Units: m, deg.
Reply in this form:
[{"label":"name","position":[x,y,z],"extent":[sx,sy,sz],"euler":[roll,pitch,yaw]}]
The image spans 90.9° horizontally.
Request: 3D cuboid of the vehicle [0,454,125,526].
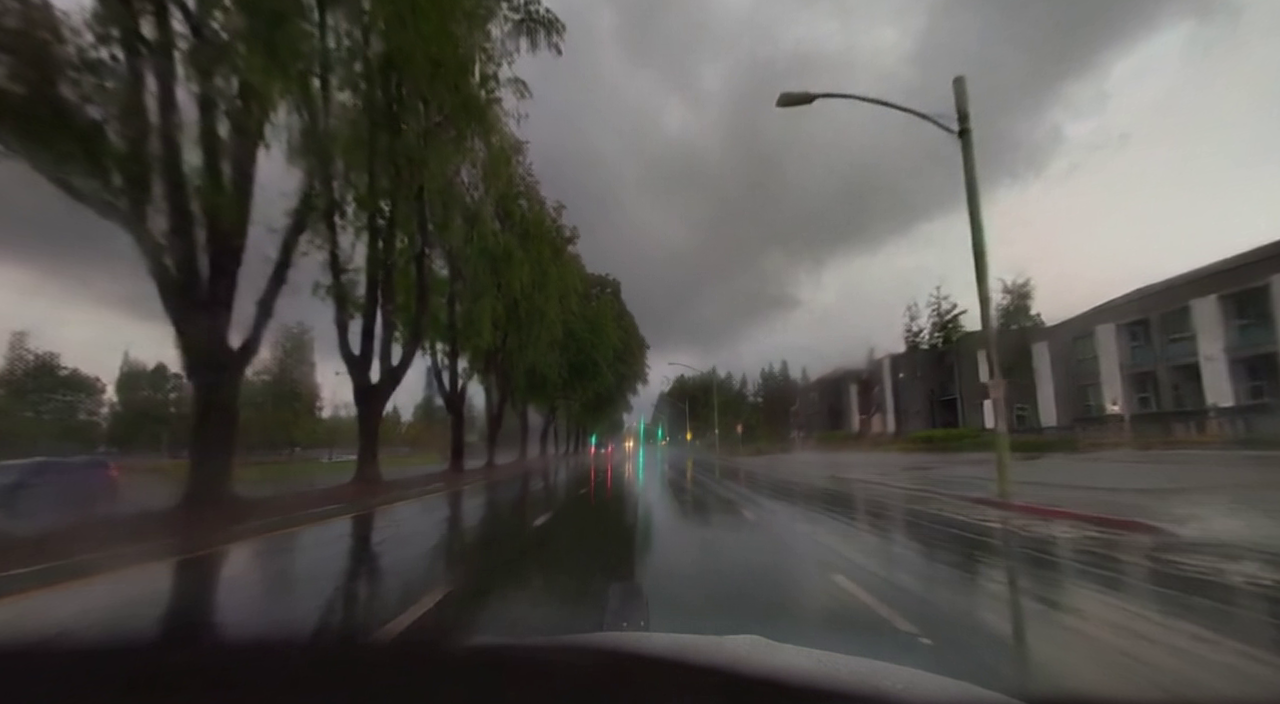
[{"label":"vehicle","position":[-16.187,3.468,16.056],"extent":[2.204,1.625,4.561],"euler":[0,-8,0]}]
